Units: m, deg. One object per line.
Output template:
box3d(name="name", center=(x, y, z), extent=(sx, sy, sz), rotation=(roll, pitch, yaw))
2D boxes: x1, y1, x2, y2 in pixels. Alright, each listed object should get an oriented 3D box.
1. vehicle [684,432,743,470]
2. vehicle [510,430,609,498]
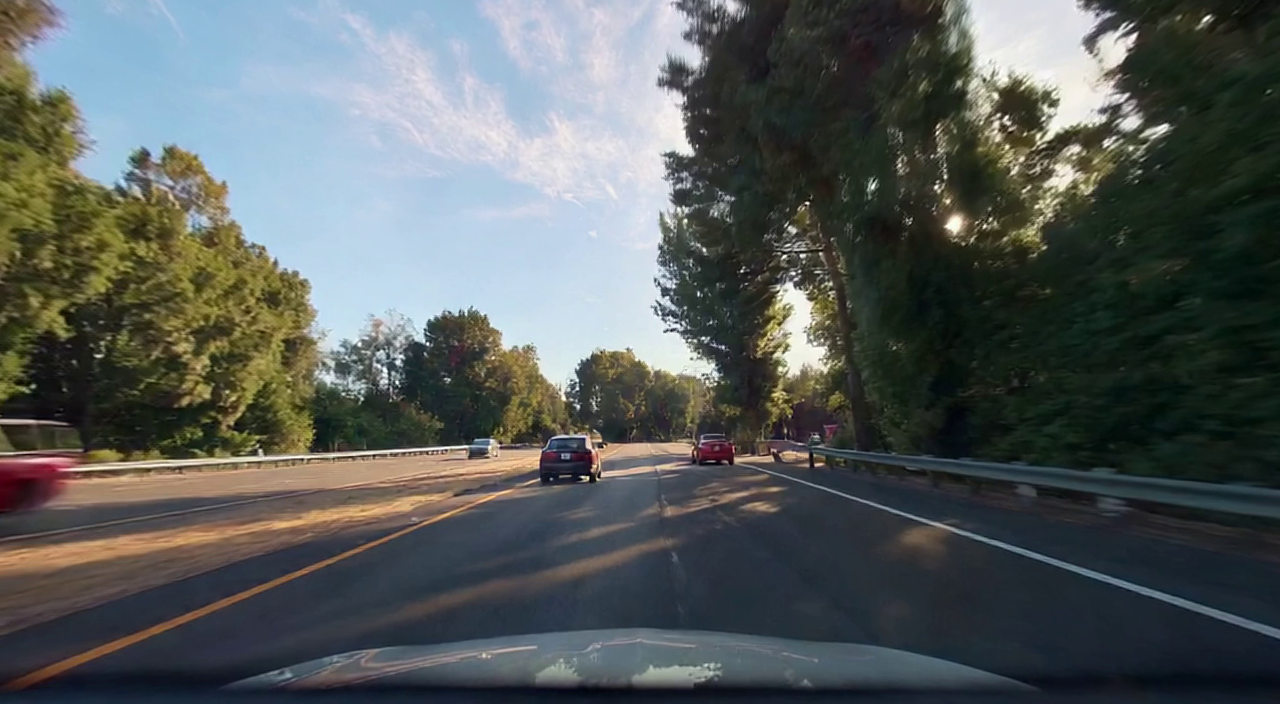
box3d(name="vehicle", center=(3.062, 4.215, 27.040), extent=(2.010, 1.508, 4.285), rotation=(0, -8, 0))
box3d(name="vehicle", center=(-1.838, 2.687, 15.565), extent=(1.897, 1.479, 3.724), rotation=(0, -8, 1))
